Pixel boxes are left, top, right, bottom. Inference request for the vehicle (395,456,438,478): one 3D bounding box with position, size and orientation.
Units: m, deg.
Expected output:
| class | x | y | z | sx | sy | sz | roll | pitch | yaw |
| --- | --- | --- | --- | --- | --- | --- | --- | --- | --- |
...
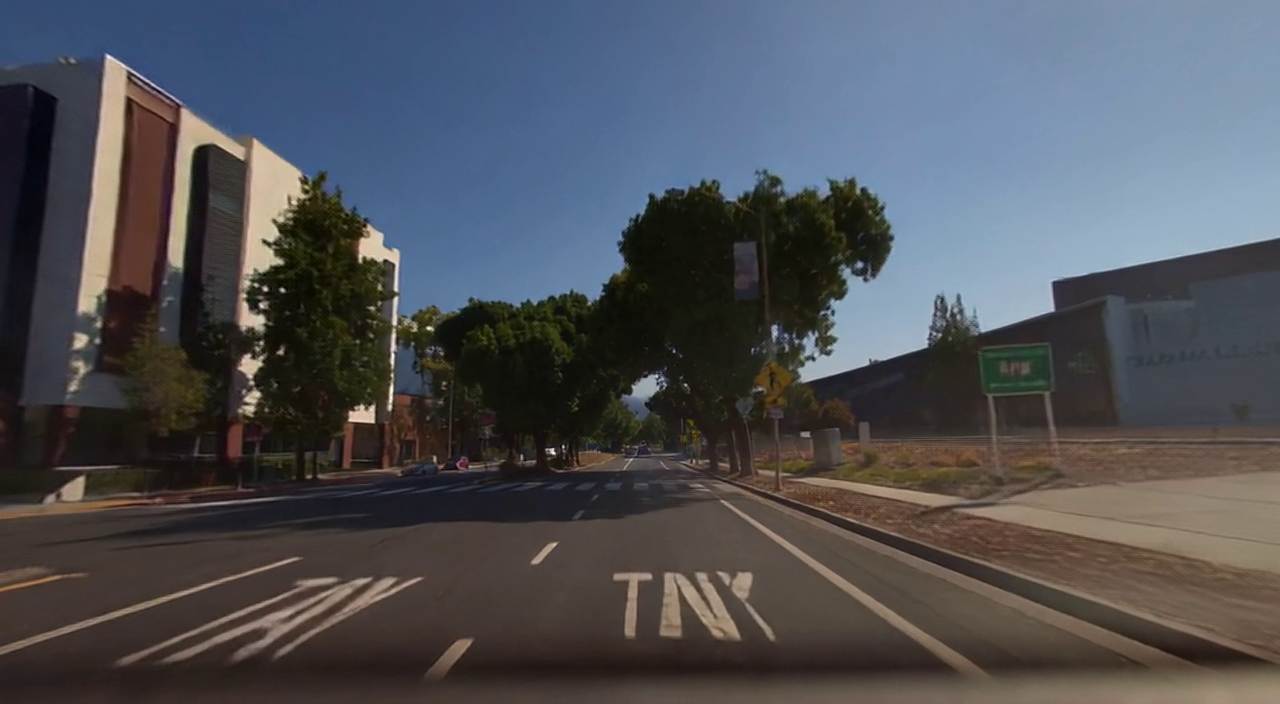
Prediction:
| class | x | y | z | sx | sy | sz | roll | pitch | yaw |
| --- | --- | --- | --- | --- | --- | --- | --- | --- | --- |
| vehicle | -16.693 | 8.604 | 47.229 | 1.810 | 1.478 | 4.233 | -3 | -10 | -1 |
